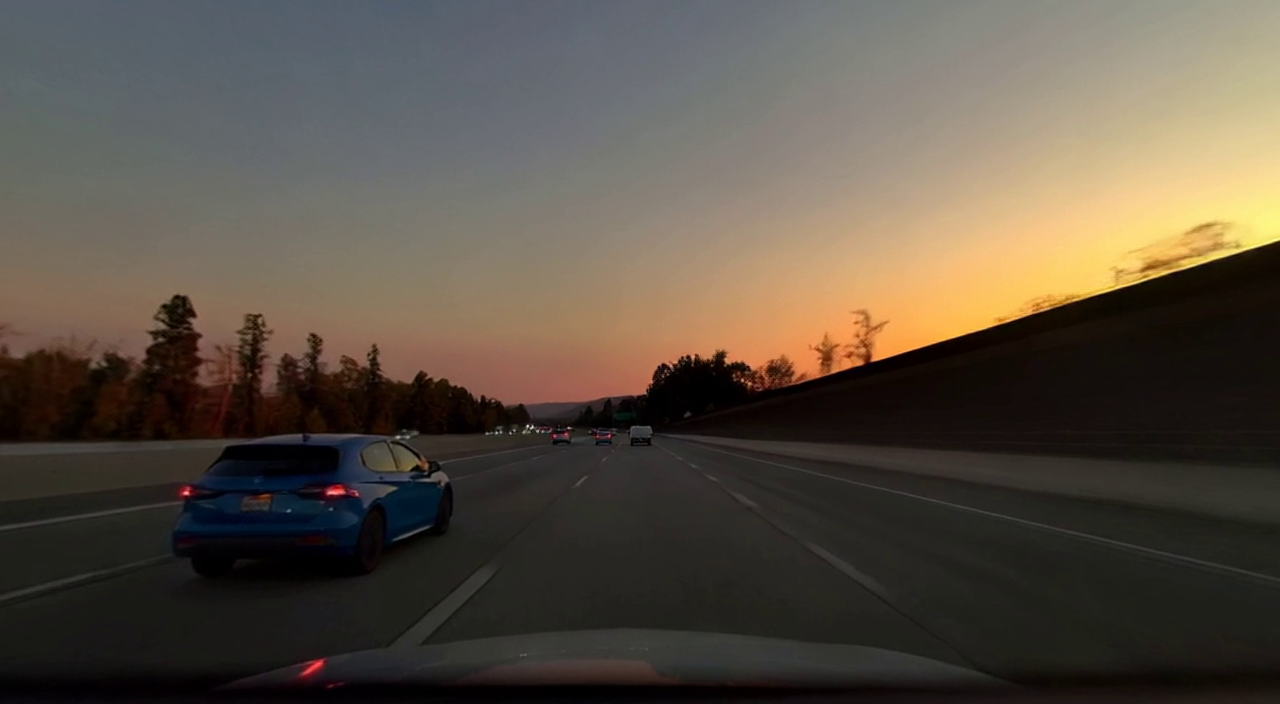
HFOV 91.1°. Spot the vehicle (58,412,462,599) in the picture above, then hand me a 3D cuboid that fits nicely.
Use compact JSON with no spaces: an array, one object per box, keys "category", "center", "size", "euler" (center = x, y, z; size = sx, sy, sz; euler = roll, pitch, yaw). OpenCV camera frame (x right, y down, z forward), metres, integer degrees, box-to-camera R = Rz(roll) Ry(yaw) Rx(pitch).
[{"category":"vehicle","center":[-3.632,1.503,7.075],"size":[2.079,1.500,3.881],"euler":[0,-8,1]}]
